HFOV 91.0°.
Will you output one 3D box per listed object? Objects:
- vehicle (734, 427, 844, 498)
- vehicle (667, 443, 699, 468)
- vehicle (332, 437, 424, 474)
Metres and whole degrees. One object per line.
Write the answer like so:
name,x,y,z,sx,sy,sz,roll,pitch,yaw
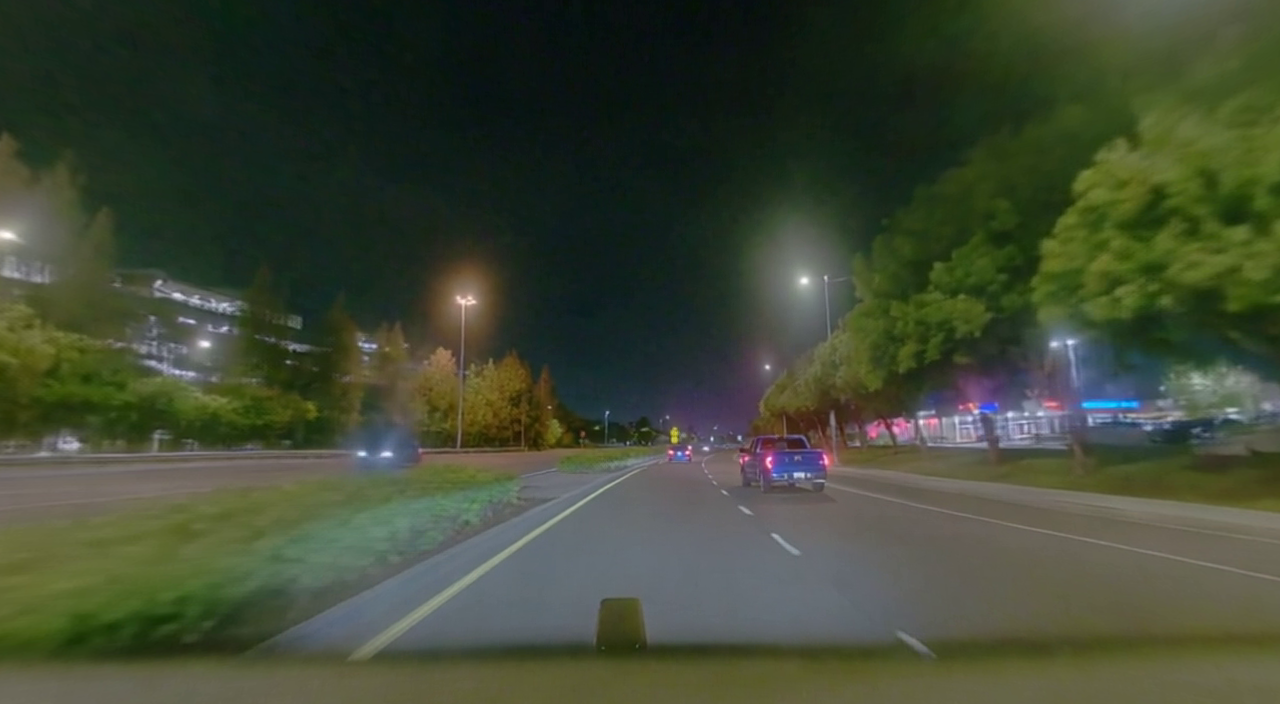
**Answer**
vehicle,4.538,3.496,20.320,2.367,1.919,5.651,0,-9,2
vehicle,2.810,6.668,40.658,1.968,1.521,4.262,0,-9,5
vehicle,-12.269,4.860,29.825,2.008,1.553,4.642,0,-9,5
